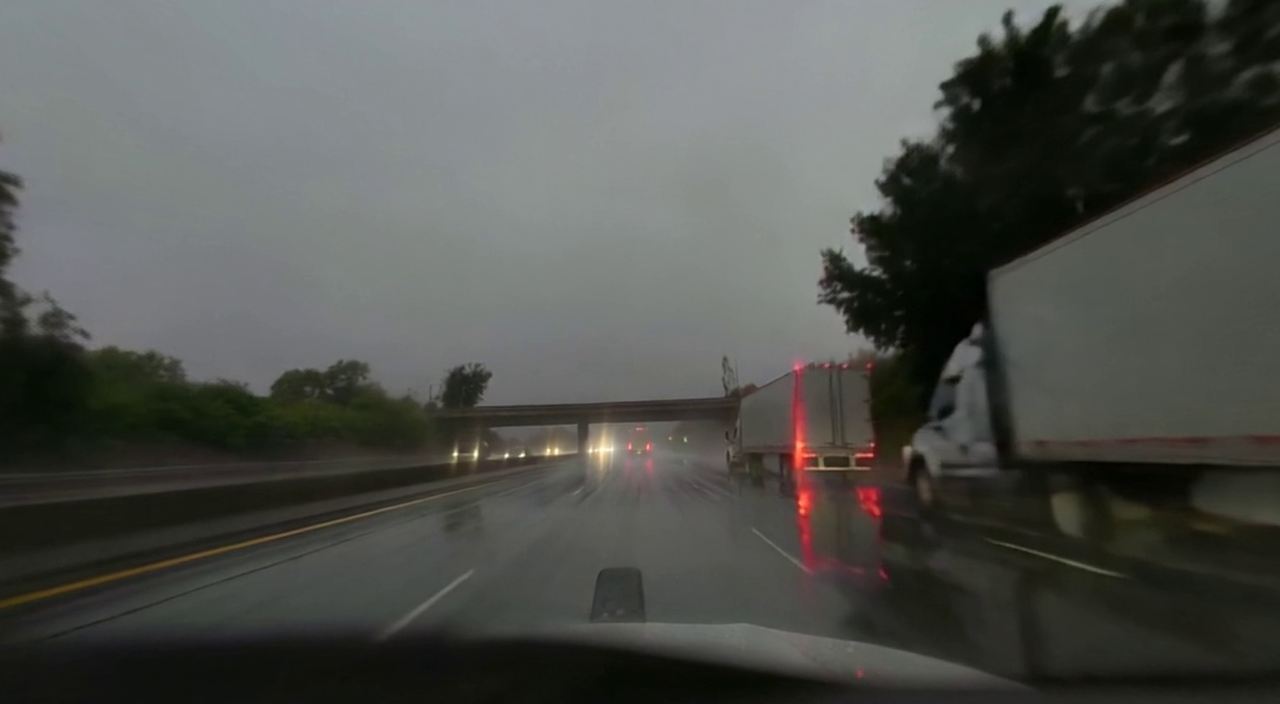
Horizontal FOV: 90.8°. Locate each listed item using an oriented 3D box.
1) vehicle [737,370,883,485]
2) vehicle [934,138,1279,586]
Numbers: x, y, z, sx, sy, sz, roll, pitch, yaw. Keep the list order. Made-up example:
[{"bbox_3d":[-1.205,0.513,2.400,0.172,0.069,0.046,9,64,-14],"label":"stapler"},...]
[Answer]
[{"bbox_3d":[7.220,3.841,30.111,2.937,4.105,14.800,0,-9,0],"label":"vehicle"},{"bbox_3d":[7.341,0.000,5.230,2.906,4.070,14.134,0,-9,0],"label":"vehicle"}]
